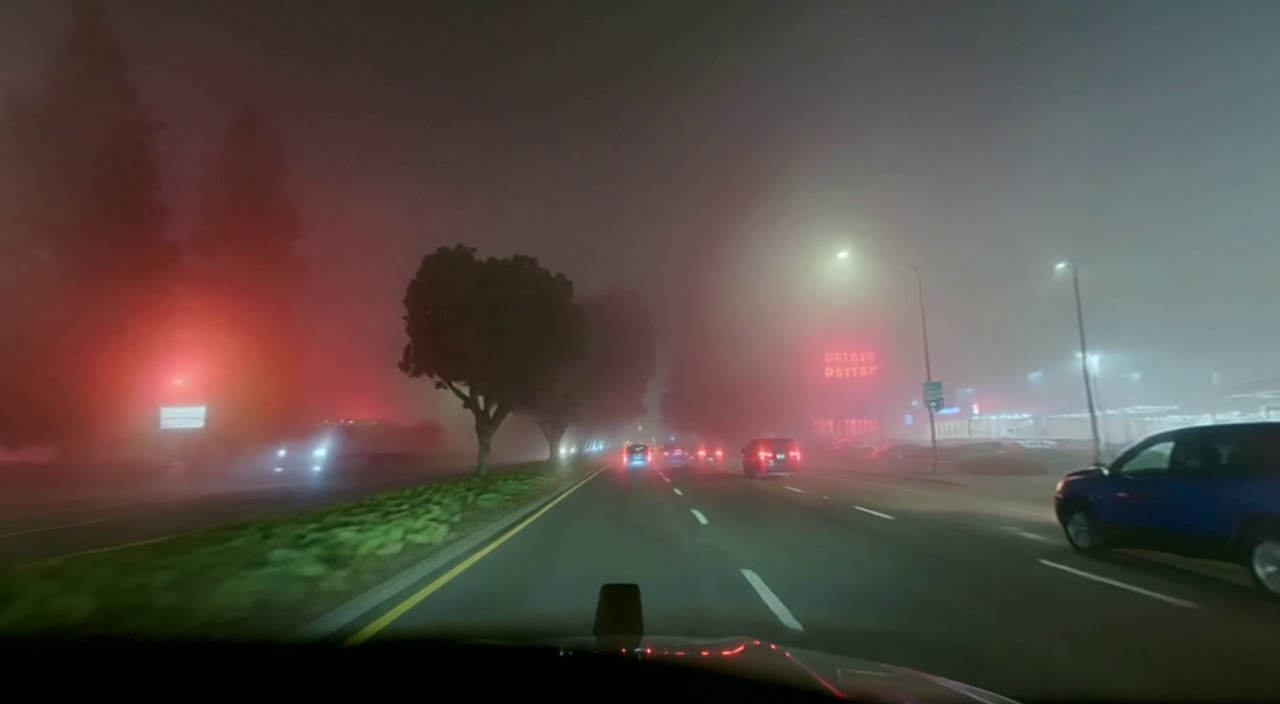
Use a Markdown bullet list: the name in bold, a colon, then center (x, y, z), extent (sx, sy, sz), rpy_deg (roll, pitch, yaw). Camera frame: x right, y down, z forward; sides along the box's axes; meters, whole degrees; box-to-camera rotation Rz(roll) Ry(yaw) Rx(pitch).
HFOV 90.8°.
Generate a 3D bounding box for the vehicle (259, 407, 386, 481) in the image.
- **vehicle**: center (-19.319, 5.722, 39.338), extent (2.999, 4.017, 8.806), rpy_deg (0, -8, 2)

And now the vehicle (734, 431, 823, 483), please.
- **vehicle**: center (5.163, 3.991, 24.285), extent (2.140, 1.811, 4.593), rpy_deg (0, -8, -3)

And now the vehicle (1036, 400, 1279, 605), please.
- **vehicle**: center (6.165, 1.351, 6.036), extent (1.949, 1.647, 4.261), rpy_deg (0, -8, 0)

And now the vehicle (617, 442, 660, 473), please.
- **vehicle**: center (-0.114, 5.292, 31.908), extent (2.056, 1.440, 3.798), rpy_deg (0, -8, -1)

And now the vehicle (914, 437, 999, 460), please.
- **vehicle**: center (19.990, 6.105, 40.041), extent (4.342, 1.388, 1.946), rpy_deg (0, -8, -2)

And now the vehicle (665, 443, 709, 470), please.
- **vehicle**: center (2.514, 5.715, 34.685), extent (1.970, 1.402, 3.756), rpy_deg (0, -8, -2)
